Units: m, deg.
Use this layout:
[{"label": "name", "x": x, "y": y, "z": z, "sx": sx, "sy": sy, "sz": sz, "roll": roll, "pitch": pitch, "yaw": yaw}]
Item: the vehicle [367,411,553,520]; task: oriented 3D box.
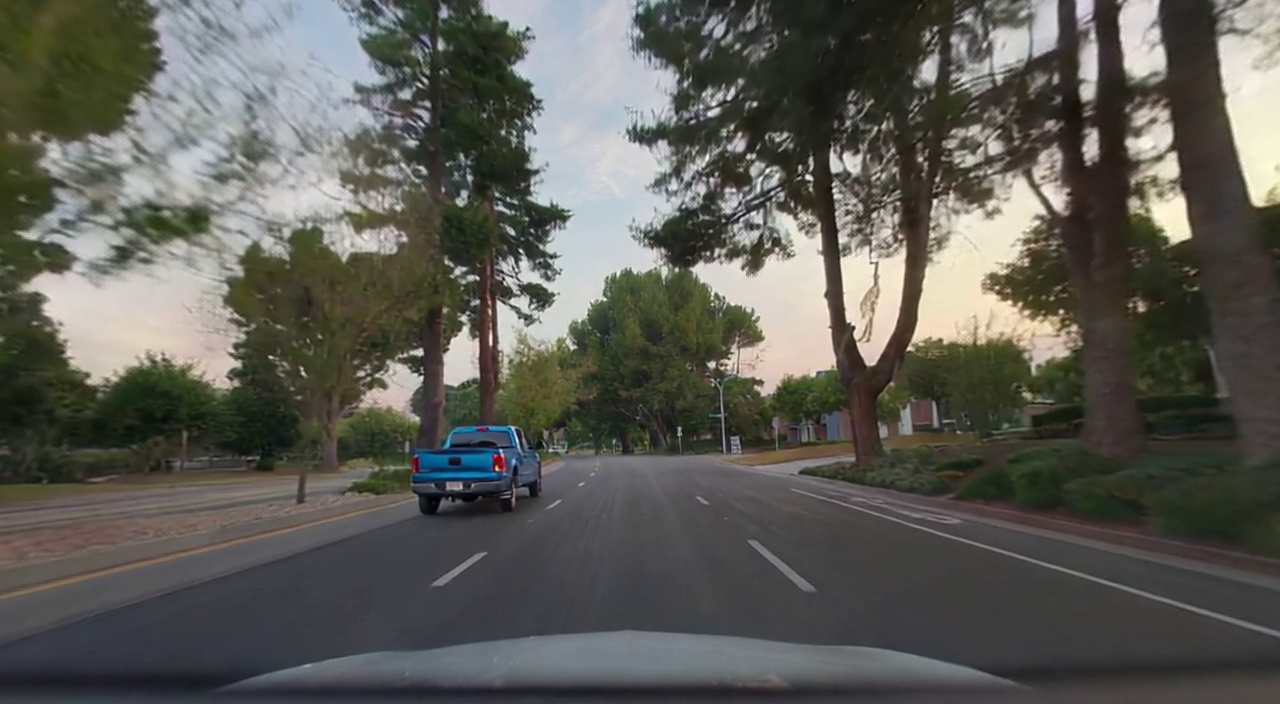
[{"label": "vehicle", "x": -3.530, "y": 2.450, "z": 14.082, "sx": 2.267, "sy": 1.849, "sz": 6.402, "roll": 0, "pitch": -9, "yaw": 0}]
